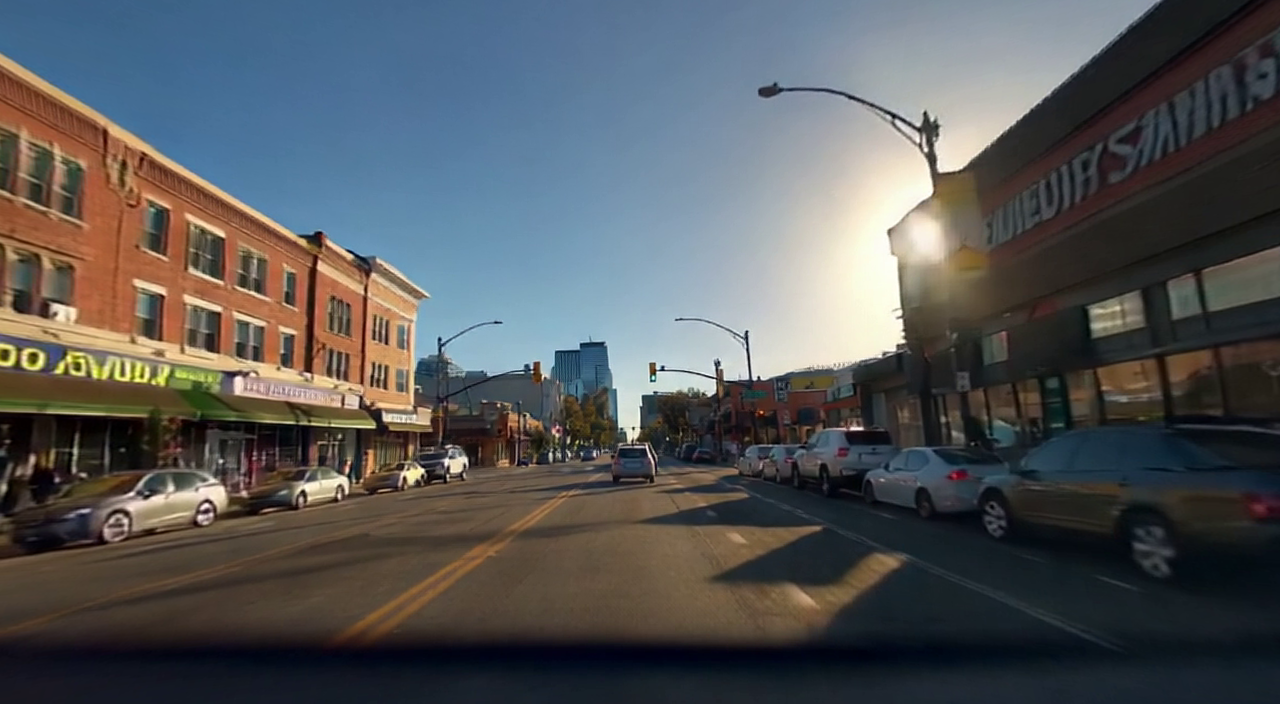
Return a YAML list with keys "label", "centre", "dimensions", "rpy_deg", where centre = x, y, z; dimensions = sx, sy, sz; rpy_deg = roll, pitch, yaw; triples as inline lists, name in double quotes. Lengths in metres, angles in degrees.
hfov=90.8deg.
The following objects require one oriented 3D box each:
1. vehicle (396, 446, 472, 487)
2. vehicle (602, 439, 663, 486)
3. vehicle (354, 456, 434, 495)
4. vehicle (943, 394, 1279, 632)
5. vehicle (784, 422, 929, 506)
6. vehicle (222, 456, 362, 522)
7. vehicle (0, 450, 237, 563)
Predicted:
- label: "vehicle"
  centre: [-11.306, 6.288, 35.186]
  dimensions: [2.240, 2.052, 5.872]
  rpy_deg: [0, -8, 0]
- label: "vehicle"
  centre: [-0.281, 4.120, 23.838]
  dimensions: [2.086, 1.575, 4.205]
  rpy_deg: [0, -8, 0]
- label: "vehicle"
  centre: [-11.134, 5.585, 28.956]
  dimensions: [1.868, 1.502, 4.626]
  rpy_deg: [0, -8, -1]
- label: "vehicle"
  centre: [5.853, 1.593, 7.293]
  dimensions: [1.957, 1.806, 5.369]
  rpy_deg: [0, -8, -1]
- label: "vehicle"
  centre: [5.741, 3.035, 17.595]
  dimensions: [2.201, 1.972, 4.845]
  rpy_deg: [0, -8, -1]
- label: "vehicle"
  centre: [-11.147, 4.349, 20.656]
  dimensions: [1.920, 1.498, 4.591]
  rpy_deg: [-5, -6, 2]
- label: "vehicle"
  centre: [-11.362, 3.240, 14.066]
  dimensions: [1.872, 1.731, 4.656]
  rpy_deg: [-4, -6, -2]
